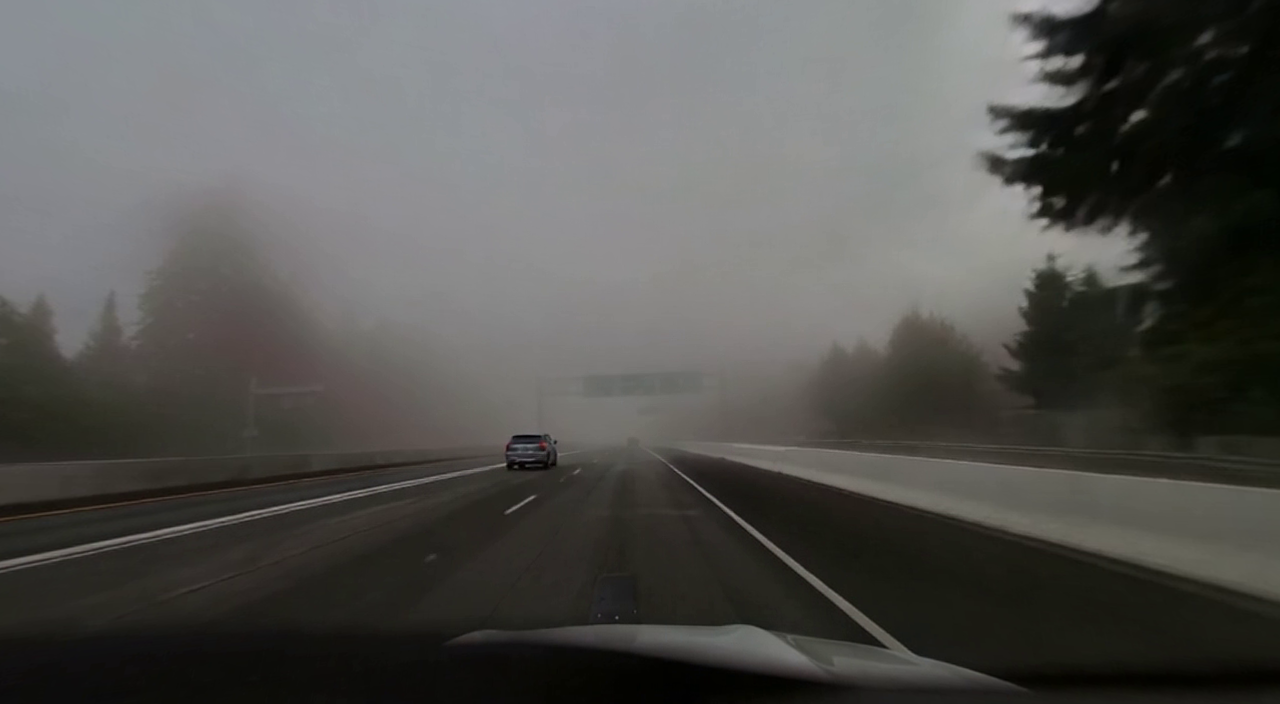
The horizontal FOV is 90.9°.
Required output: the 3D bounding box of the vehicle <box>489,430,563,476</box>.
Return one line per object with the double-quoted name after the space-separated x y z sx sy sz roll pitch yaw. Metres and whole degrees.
-4.420 3.954 25.134 2.129 1.641 4.263 0 -7 0 "vehicle"
